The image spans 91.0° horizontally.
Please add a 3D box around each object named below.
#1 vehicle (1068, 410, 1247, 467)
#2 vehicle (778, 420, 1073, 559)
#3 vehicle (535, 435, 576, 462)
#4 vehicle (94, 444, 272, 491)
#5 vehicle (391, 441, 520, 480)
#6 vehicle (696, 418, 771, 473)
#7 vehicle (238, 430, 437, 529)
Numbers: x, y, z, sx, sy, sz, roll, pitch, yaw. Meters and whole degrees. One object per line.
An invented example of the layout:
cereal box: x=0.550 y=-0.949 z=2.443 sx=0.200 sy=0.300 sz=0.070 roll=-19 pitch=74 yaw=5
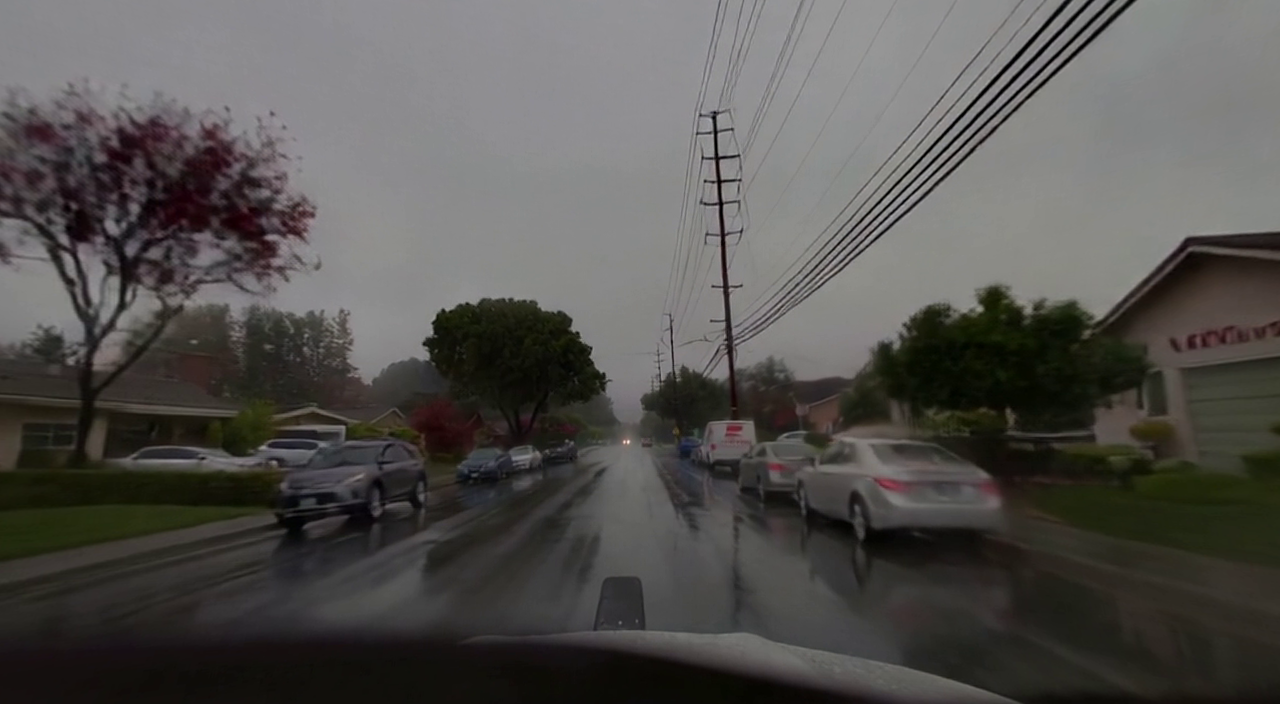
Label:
vehicle: x=18.518 y=3.140 z=22.705 sx=4.555 sy=1.796 sz=2.001 roll=-2 pitch=-8 yaw=1
vehicle: x=3.744 y=1.898 z=9.555 sx=2.112 sy=1.528 sz=4.944 roll=0 pitch=-8 yaw=-1
vehicle: x=-6.273 y=7.224 z=47.302 sx=2.322 sy=1.913 sz=5.582 roll=0 pitch=-8 yaw=0
vehicle: x=-15.279 y=3.856 z=21.251 sx=4.388 sy=1.466 sz=2.008 roll=0 pitch=-8 yaw=-1
vehicle: x=-7.642 y=4.526 z=26.479 sx=4.935 sy=1.454 sz=1.900 roll=-1 pitch=-8 yaw=-5
vehicle: x=3.925 y=4.080 z=27.514 sx=2.396 sy=2.164 sz=5.381 roll=0 pitch=-8 yaw=0
vehicle: x=-6.107 y=2.578 z=13.407 sx=1.989 sy=1.693 sz=4.292 roll=-2 pitch=-8 yaw=2
